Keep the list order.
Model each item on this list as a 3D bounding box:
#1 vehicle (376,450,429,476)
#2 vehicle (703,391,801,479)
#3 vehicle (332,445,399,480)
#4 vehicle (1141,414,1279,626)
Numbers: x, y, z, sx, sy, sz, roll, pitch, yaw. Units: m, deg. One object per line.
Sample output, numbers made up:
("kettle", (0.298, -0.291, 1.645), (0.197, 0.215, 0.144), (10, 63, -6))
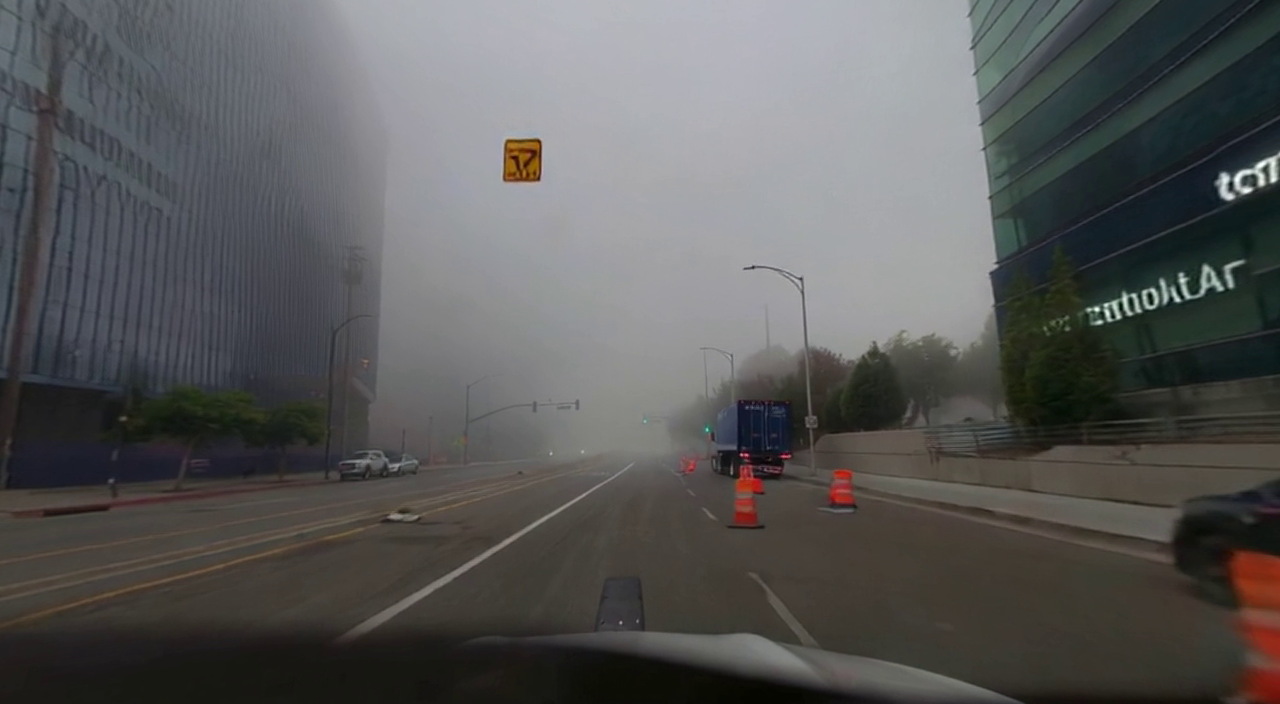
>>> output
("vehicle", (-16.795, 7.834, 44.858), (1.925, 1.665, 4.893), (0, -9, -1))
("vehicle", (5.470, 4.440, 33.140), (3.176, 3.913, 9.805), (0, -9, -1))
("vehicle", (-16.801, 6.767, 39.005), (1.937, 1.984, 4.928), (0, -9, 0))
("vehicle", (6.035, 1.154, 3.914), (2.098, 1.619, 4.433), (0, -9, -2))
